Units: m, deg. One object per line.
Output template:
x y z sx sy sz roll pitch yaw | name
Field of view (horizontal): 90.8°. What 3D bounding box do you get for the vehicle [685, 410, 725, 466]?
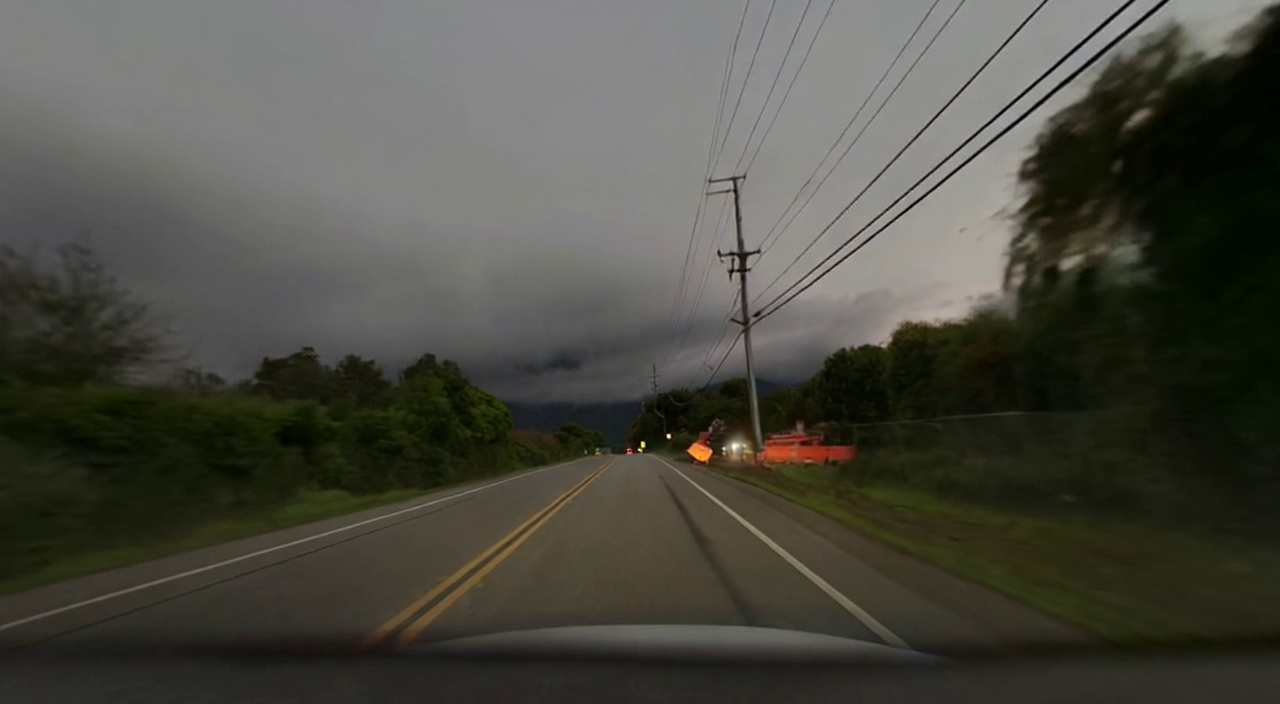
3.956 5.290 39.029 2.374 3.357 1.724 0 -8 4 | vehicle
